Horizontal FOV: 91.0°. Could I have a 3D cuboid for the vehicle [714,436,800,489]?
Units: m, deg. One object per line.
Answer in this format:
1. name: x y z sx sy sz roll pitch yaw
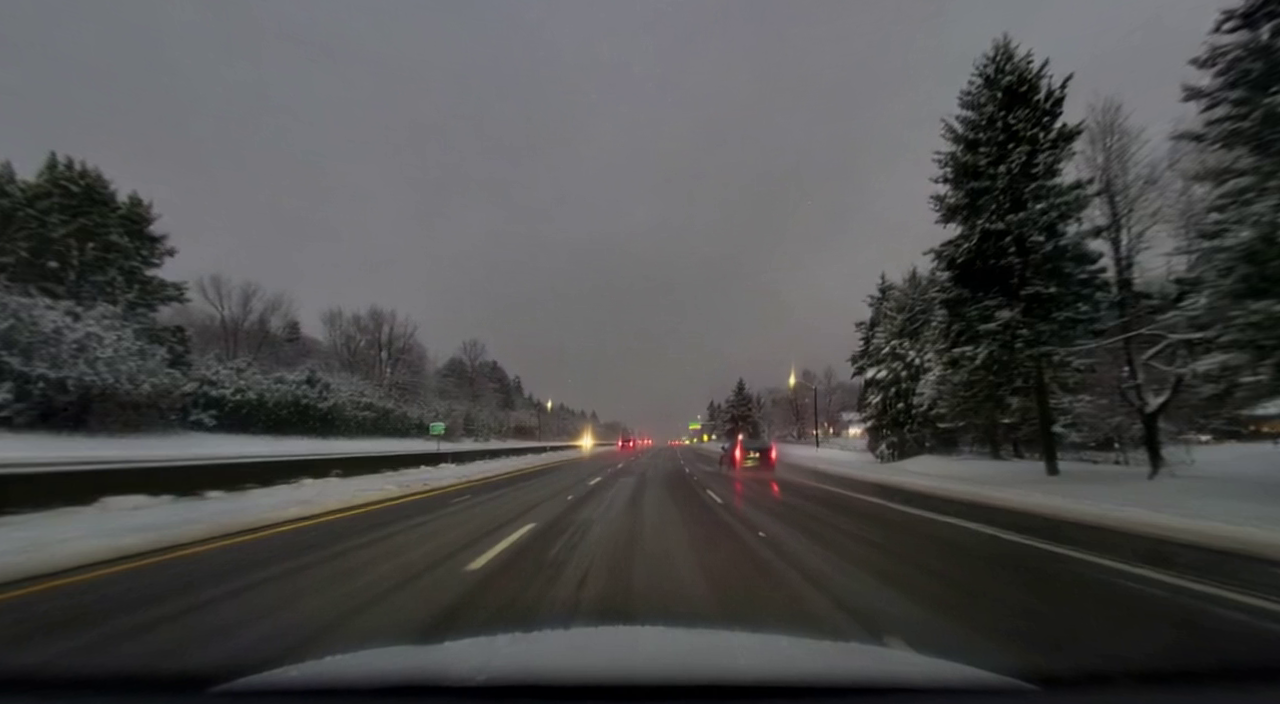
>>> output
1. vehicle: 3.880 3.773 21.767 2.085 1.594 4.848 0 -9 0
